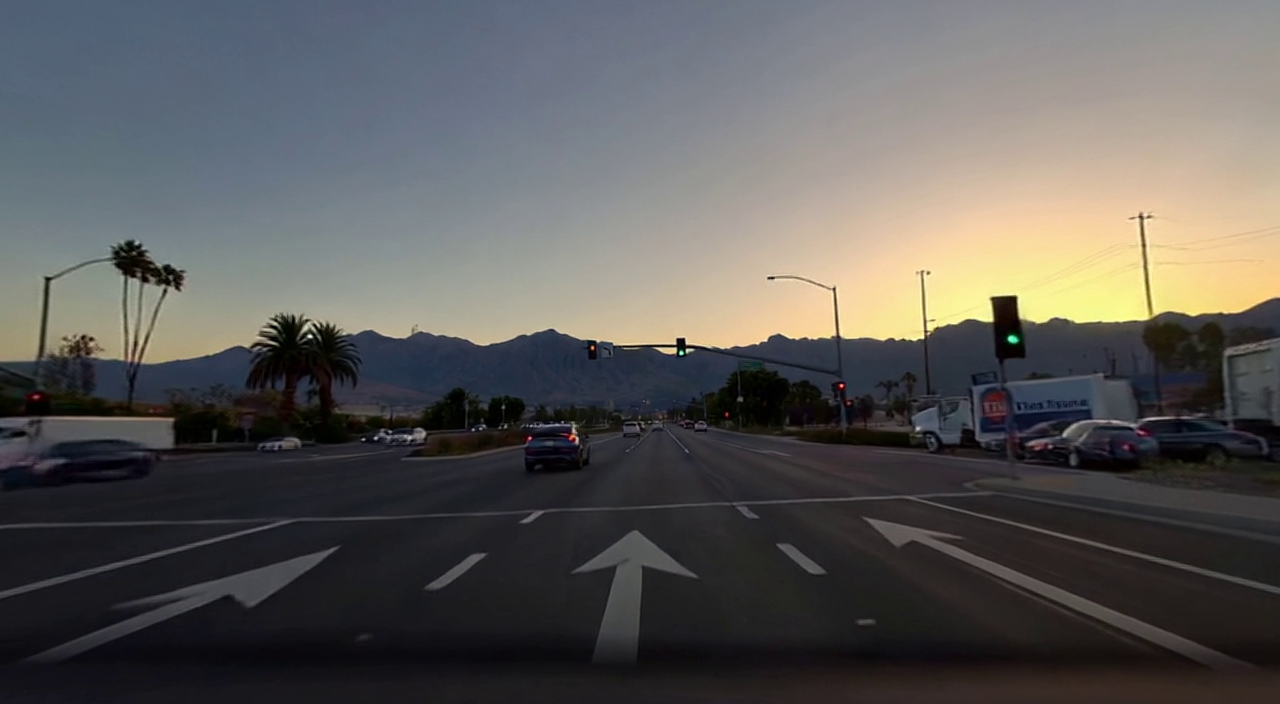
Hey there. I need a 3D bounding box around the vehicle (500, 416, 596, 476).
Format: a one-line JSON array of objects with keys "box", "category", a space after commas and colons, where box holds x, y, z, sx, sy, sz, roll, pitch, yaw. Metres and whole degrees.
[{"box": [-2.843, 3.078, 20.667, 2.287, 1.712, 4.537, 0, -8, 2], "category": "vehicle"}]

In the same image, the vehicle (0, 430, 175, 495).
[{"box": [-15.744, 3.005, 17.507, 1.942, 1.542, 4.576, 0, -8, 1], "category": "vehicle"}]

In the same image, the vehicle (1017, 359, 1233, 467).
[{"box": [18.413, 2.419, 24.236, 5.512, 3.865, 3.002, -1, -9, 2], "category": "vehicle"}]

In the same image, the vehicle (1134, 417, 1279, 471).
[{"box": [19.217, 2.965, 20.204, 4.769, 1.638, 2.091, 0, -8, 2], "category": "vehicle"}]

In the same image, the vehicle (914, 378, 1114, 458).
[{"box": [16.995, 3.167, 29.197, 7.088, 3.414, 3.237, -2, -8, 12], "category": "vehicle"}]
